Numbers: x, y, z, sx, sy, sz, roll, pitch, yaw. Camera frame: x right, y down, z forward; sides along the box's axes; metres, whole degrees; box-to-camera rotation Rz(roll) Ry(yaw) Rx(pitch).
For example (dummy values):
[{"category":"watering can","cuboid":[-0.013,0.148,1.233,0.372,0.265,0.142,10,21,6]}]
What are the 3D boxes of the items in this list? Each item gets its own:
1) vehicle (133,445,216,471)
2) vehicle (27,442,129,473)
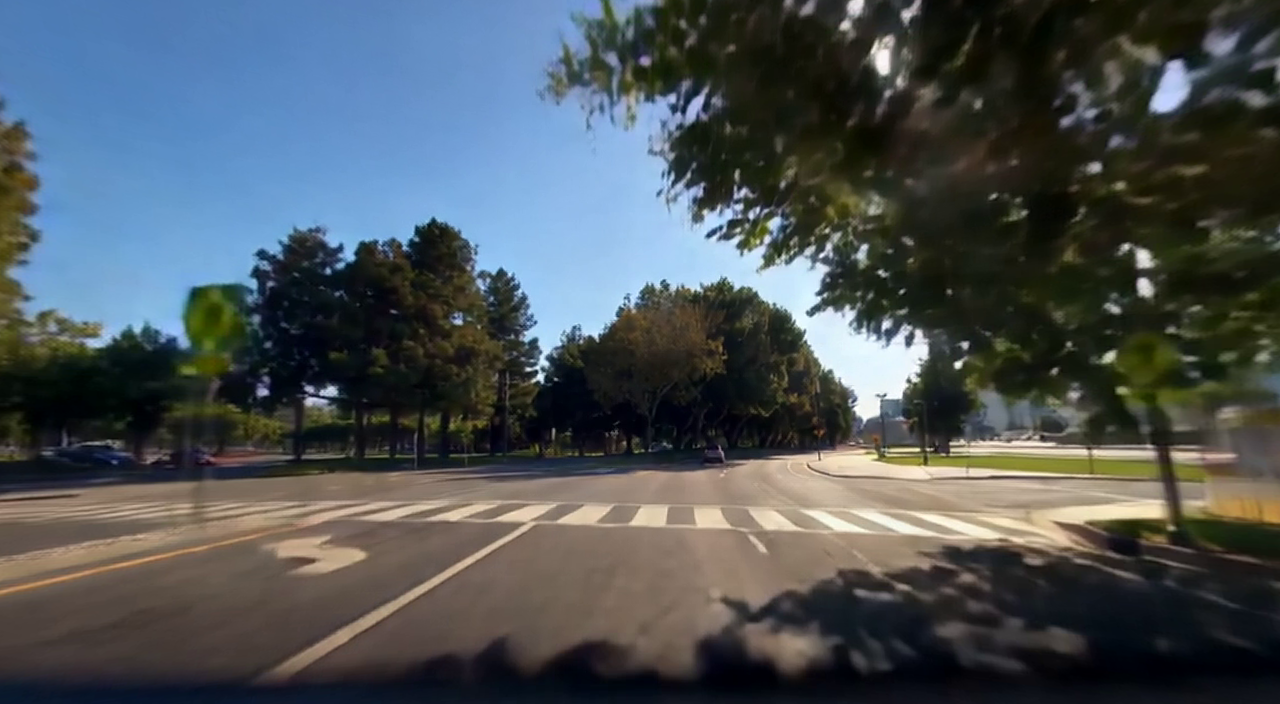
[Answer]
[{"category":"vehicle","cuboid":[-32.463,7.383,43.993,4.787,1.709,2.164,-3,-9,19]},{"category":"vehicle","cuboid":[-33.974,6.348,38.148,4.856,1.795,2.030,-2,-9,14]}]
